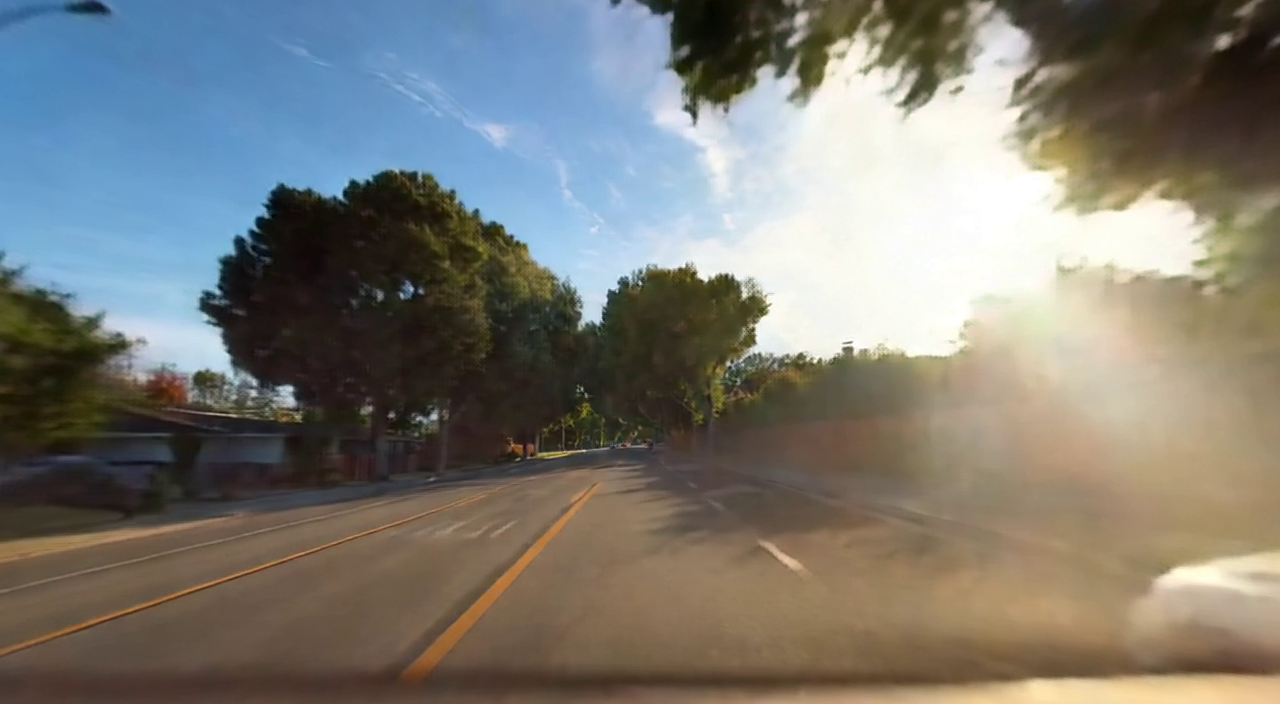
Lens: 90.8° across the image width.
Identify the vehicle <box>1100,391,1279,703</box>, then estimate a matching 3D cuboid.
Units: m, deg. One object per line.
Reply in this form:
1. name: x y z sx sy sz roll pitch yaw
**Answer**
1. vehicle: 2.981 0.658 0.530 1.991 1.476 4.153 0 -8 -1
